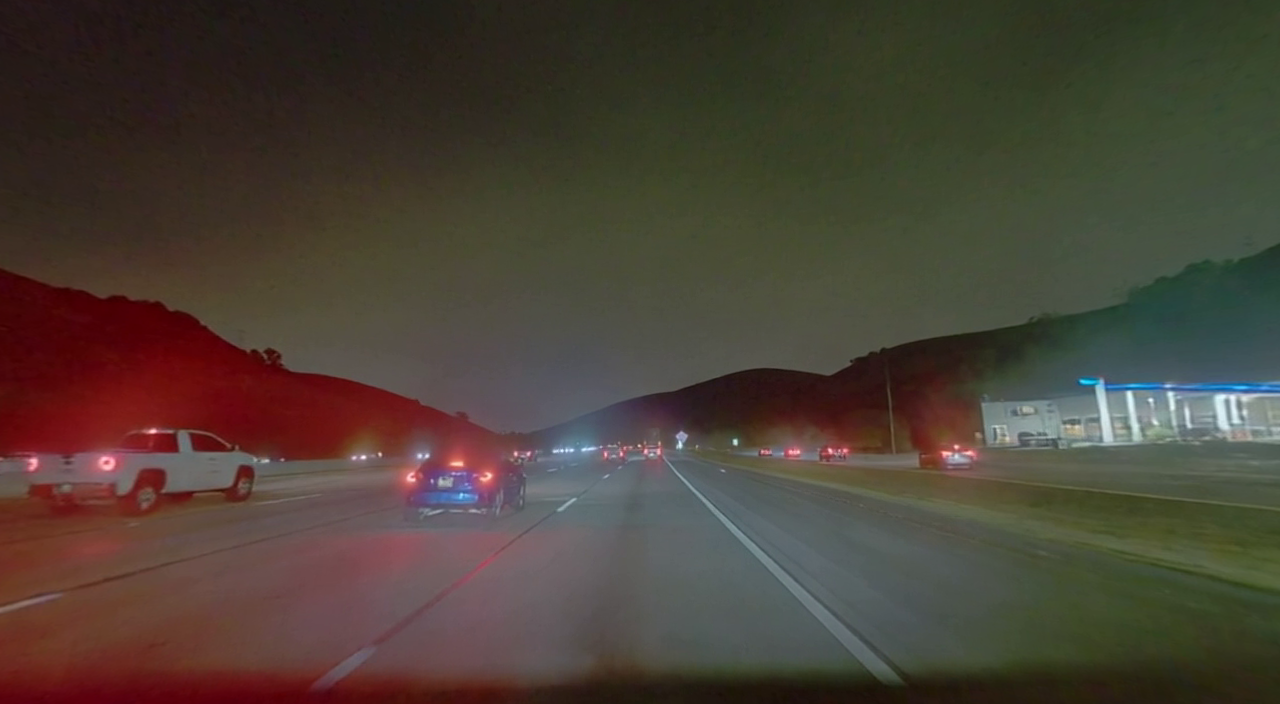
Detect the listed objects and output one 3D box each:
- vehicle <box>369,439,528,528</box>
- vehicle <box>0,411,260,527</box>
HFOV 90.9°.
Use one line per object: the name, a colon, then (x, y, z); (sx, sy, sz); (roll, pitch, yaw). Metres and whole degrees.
vehicle: (-3.653, 2.552, 12.907); (1.896, 1.491, 4.146); (0, -8, 1)
vehicle: (-11.101, 2.402, 13.596); (2.284, 1.966, 5.406); (-1, -8, 2)
